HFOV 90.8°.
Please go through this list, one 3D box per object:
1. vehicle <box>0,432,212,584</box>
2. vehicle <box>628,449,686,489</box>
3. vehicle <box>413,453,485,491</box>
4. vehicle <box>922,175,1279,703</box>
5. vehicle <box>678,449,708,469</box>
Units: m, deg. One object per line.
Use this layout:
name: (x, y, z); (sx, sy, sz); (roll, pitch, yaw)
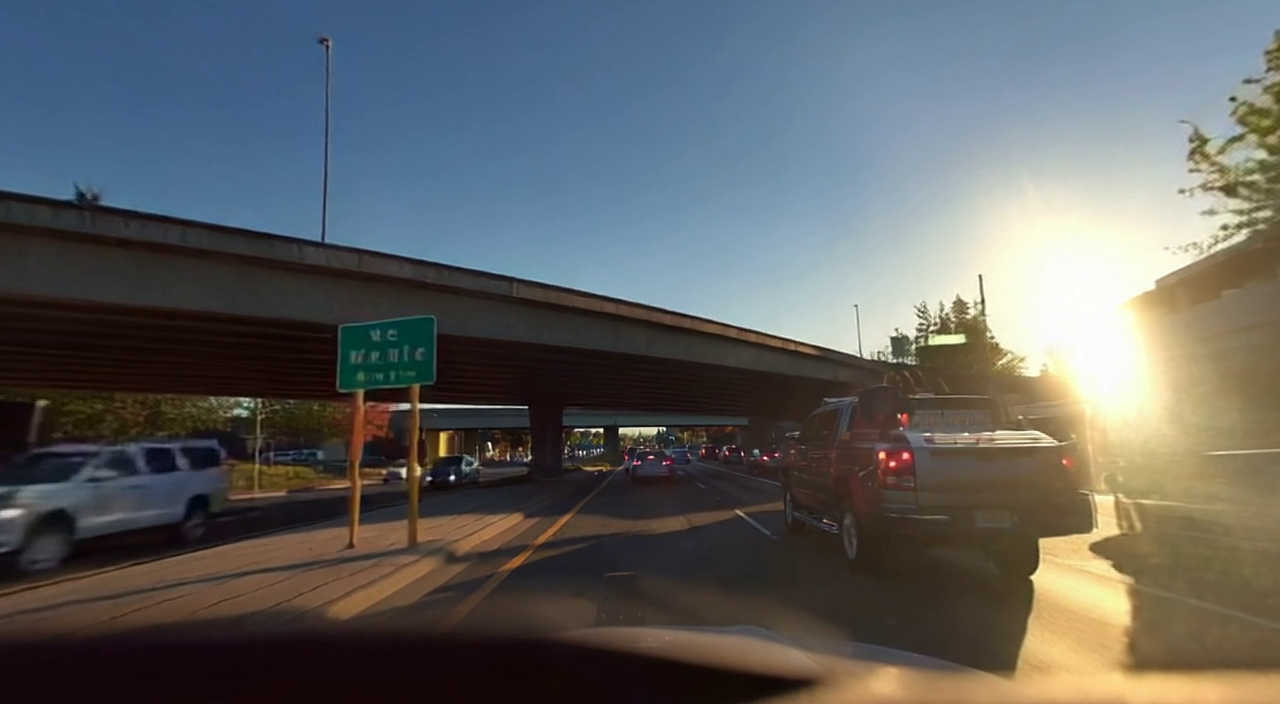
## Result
vehicle: (-8.593, 2.022, 8.672); (2.165, 1.764, 4.671); (0, -8, -1)
vehicle: (0.592, 4.412, 24.115); (2.027, 1.341, 3.775); (0, -8, 0)
vehicle: (-8.282, 5.196, 27.751); (1.858, 1.494, 4.034); (0, -8, 1)
vehicle: (3.477, 0.591, 2.300); (2.588, 2.321, 4.927); (0, -8, 0)
vehicle: (3.928, 8.026, 47.645); (1.962, 1.431, 4.205); (0, -8, 0)
